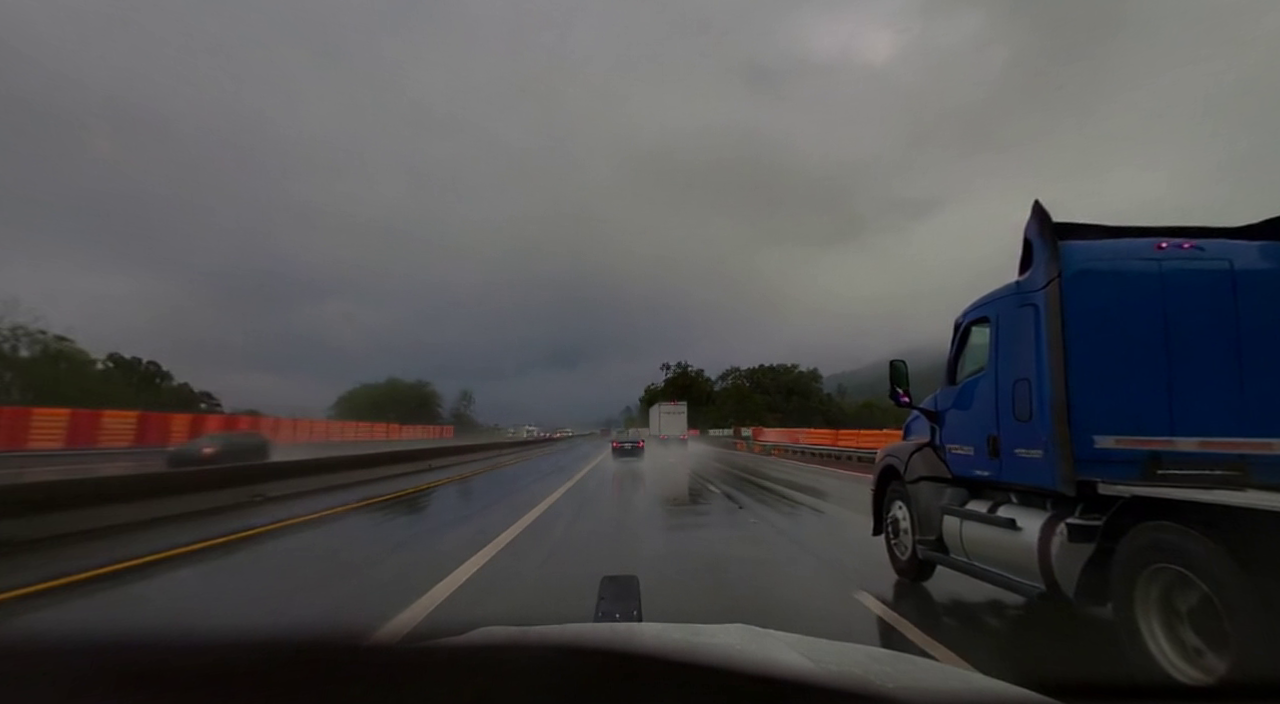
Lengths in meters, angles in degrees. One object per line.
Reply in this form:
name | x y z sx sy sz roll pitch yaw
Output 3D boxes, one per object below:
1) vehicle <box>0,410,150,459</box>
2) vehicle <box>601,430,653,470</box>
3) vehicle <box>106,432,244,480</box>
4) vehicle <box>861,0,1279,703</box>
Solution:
vehicle | -39.873 5.819 44.351 2.756 3.070 9.918 0 -8 0
vehicle | -0.504 3.860 25.095 1.929 1.469 3.677 0 -8 -1
vehicle | -15.483 3.449 21.261 1.777 1.458 3.797 0 -8 0
vehicle | 3.698 -0.283 0.448 2.919 3.634 10.888 0 -8 -1
